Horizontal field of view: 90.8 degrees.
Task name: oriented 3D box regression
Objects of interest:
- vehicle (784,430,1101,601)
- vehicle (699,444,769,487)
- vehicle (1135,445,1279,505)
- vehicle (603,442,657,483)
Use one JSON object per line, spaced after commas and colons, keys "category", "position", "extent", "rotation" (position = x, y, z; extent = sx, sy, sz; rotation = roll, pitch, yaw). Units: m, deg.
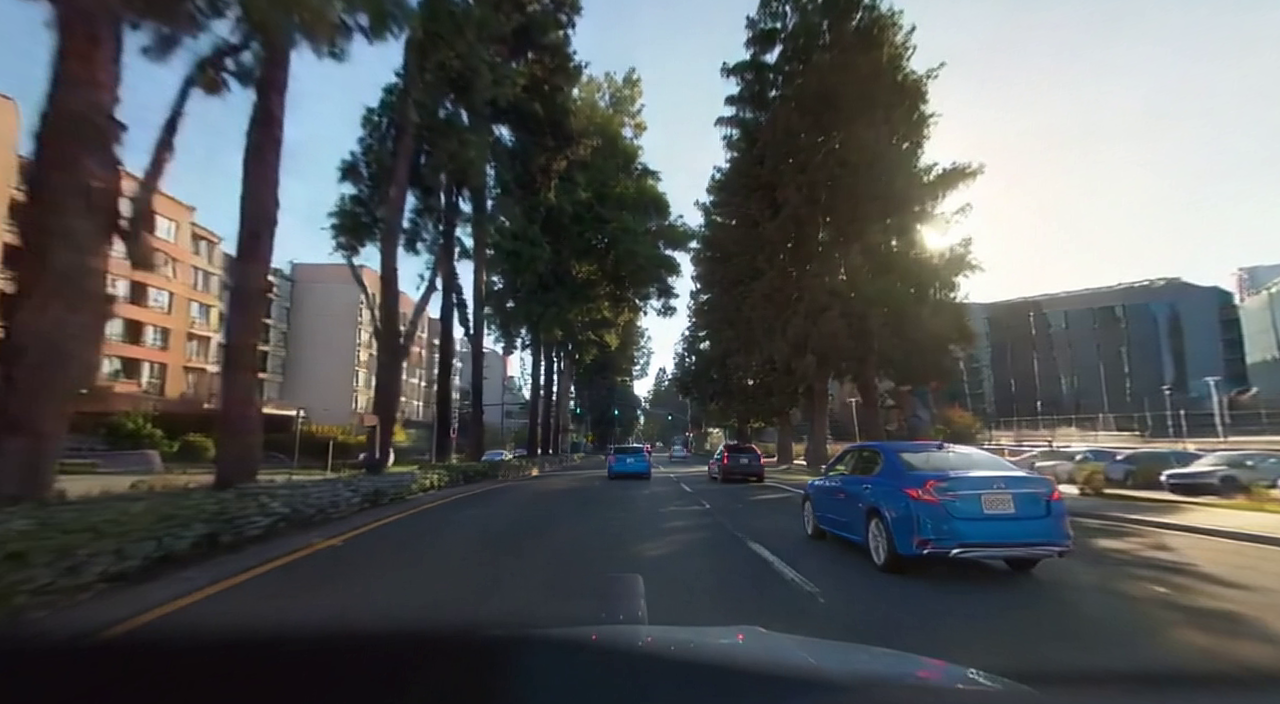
{"category": "vehicle", "position": [3.144, 1.745, 7.606], "extent": [1.852, 1.498, 3.825], "rotation": [0, -9, -1]}
{"category": "vehicle", "position": [3.423, 4.207, 23.785], "extent": [1.908, 1.453, 4.230], "rotation": [0, -9, -1]}
{"category": "vehicle", "position": [17.331, 3.633, 19.128], "extent": [4.155, 1.623, 2.175], "rotation": [5, -10, -30]}
{"category": "vehicle", "position": [-0.398, 4.373, 25.287], "extent": [1.994, 1.479, 3.647], "rotation": [0, -9, -1]}
